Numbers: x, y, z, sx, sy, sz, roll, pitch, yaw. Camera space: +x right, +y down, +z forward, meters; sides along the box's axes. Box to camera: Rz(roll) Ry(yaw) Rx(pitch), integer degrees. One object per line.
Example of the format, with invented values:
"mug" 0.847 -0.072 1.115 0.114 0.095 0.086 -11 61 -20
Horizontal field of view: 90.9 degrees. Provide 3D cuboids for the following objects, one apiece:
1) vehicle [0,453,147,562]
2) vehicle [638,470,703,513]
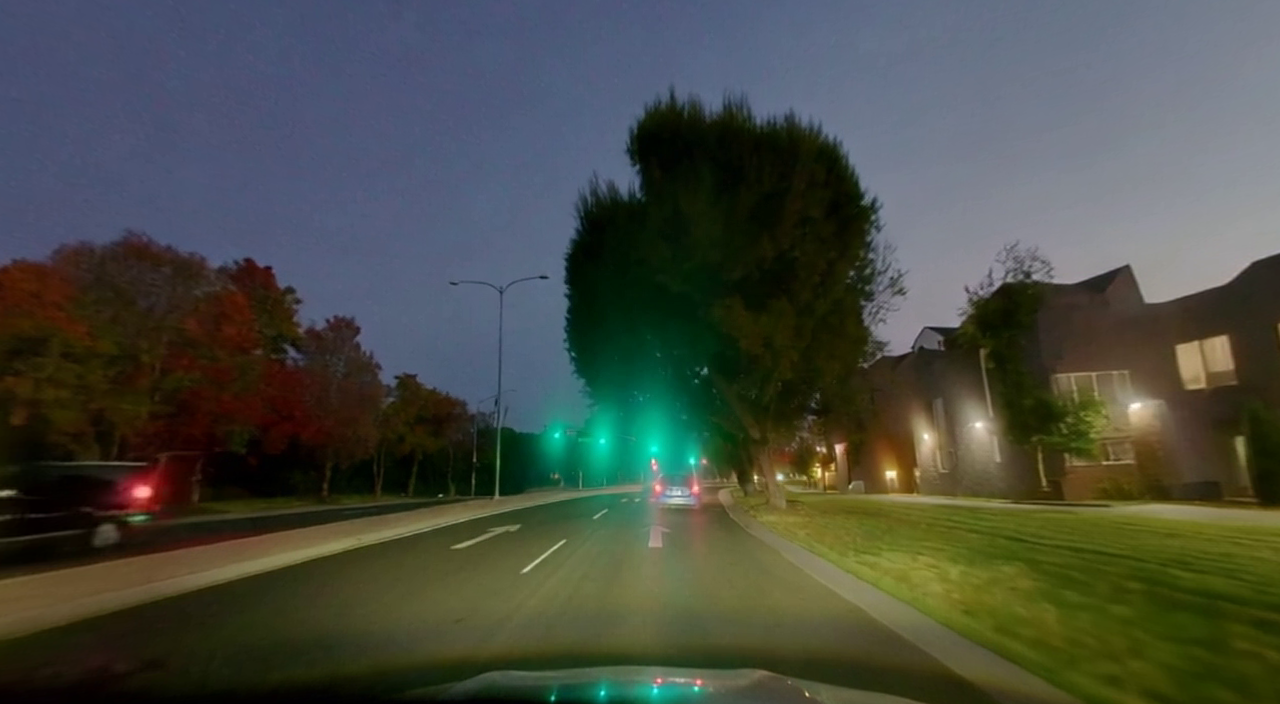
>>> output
"vehicle" -11.437 2.678 10.758 2.066 1.744 4.771 -4 -10 2
"vehicle" 1.192 4.778 21.986 1.972 1.250 5.282 -1 -10 6
